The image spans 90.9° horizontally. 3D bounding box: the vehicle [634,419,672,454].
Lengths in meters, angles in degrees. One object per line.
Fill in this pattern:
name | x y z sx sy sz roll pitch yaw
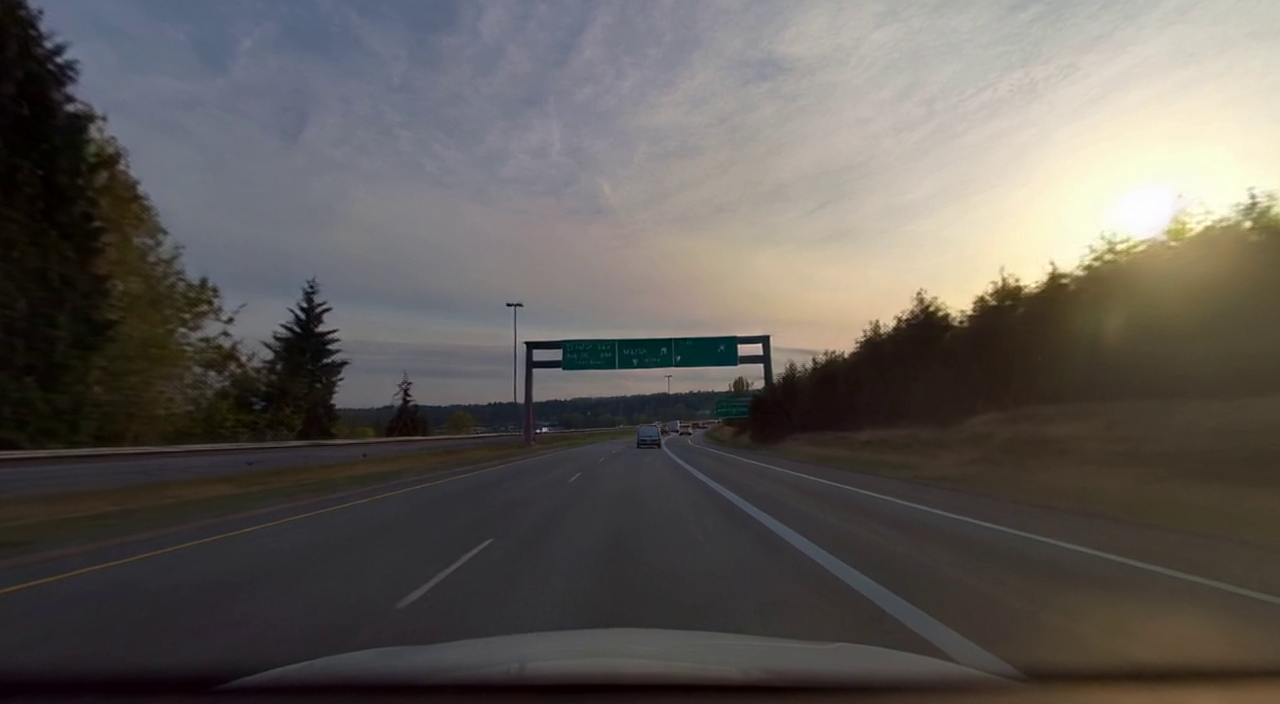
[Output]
vehicle | 0.908 5.892 43.991 2.450 2.314 4.753 0 -8 1
